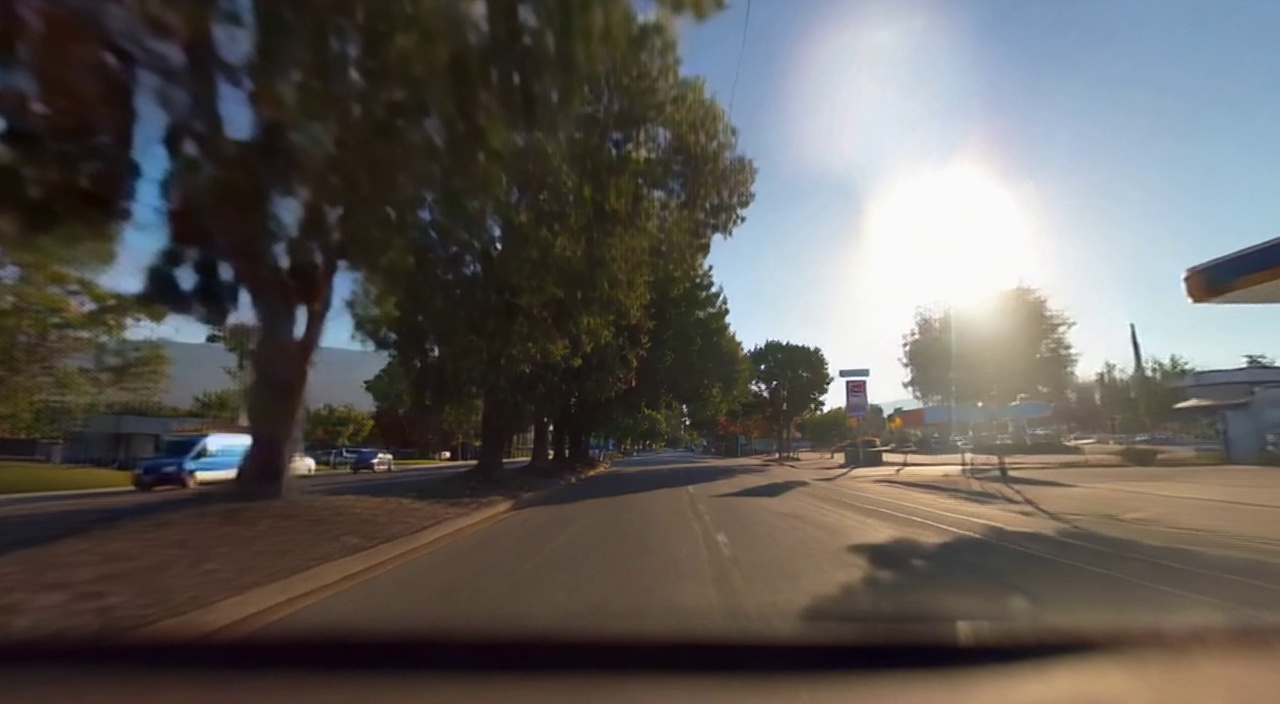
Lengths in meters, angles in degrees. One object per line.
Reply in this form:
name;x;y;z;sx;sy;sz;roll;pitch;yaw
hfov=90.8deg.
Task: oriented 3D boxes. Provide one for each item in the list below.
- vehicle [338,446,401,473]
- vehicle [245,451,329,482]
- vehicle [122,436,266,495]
vehicle;-18.495;7.345;43.511;1.906;1.744;5.165;-1;-8;1
vehicle;-18.682;6.071;33.716;1.829;1.462;4.463;-1;-8;1
vehicle;-18.980;4.784;27.334;2.216;2.161;5.522;-3;-8;0
